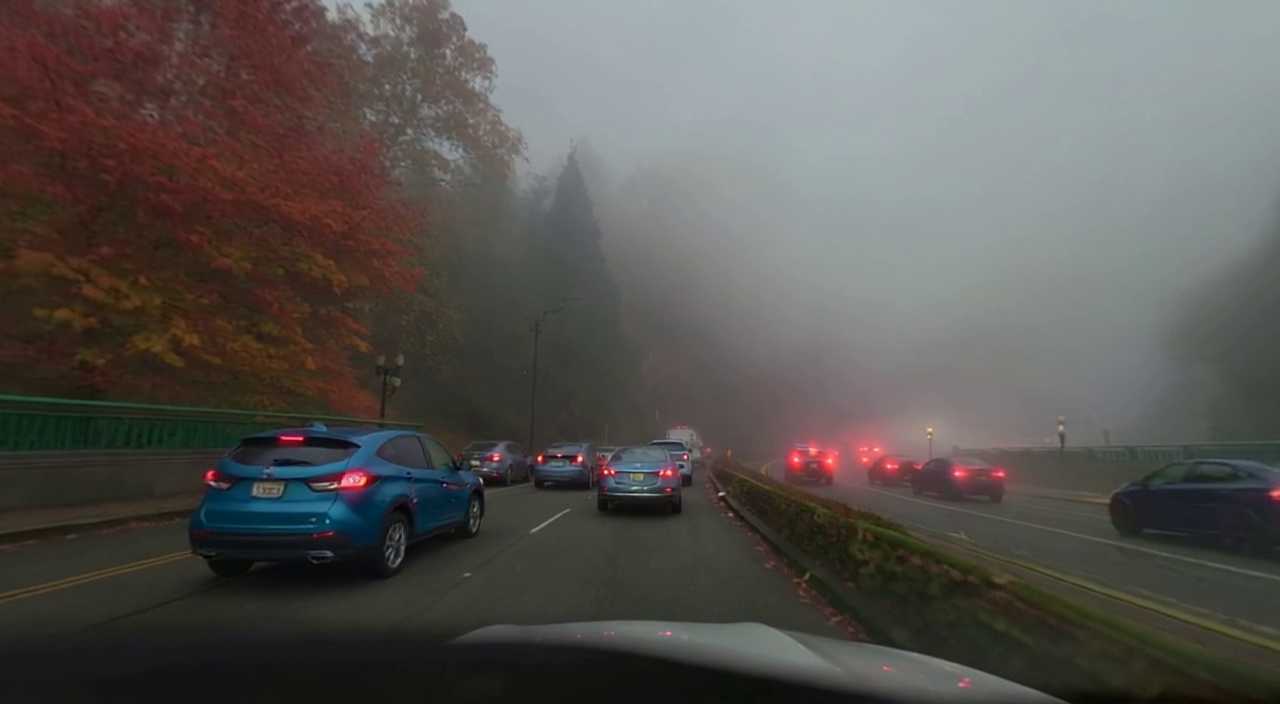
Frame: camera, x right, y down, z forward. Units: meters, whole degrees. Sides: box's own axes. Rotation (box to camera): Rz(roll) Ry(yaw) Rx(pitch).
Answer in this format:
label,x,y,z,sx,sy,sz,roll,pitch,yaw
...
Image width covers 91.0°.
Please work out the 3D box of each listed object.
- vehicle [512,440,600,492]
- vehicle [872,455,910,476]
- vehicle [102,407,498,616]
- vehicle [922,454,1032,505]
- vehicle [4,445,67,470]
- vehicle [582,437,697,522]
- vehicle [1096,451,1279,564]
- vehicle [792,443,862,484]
label,x,y,z,sx,sy,sz,roll,pitch,yaw
vehicle,-2.677,3.782,21.276,1.974,1.549,4.603,0,-9,5
vehicle,18.872,8.525,47.486,1.828,1.479,4.391,-1,-9,11
vehicle,-3.236,1.597,7.252,1.988,1.635,4.260,0,-9,3
vehicle,11.198,4.230,21.234,1.749,1.481,3.808,0,-9,3
vehicle,-40.155,6.999,41.839,3.667,1.465,1.735,-4,-5,24
vehicle,0.143,2.651,13.660,2.090,1.506,4.276,0,-9,4
vehicle,10.228,2.490,10.592,1.934,1.585,4.397,0,-9,3
vehicle,7.700,4.598,26.339,1.944,1.544,4.301,0,-9,5
